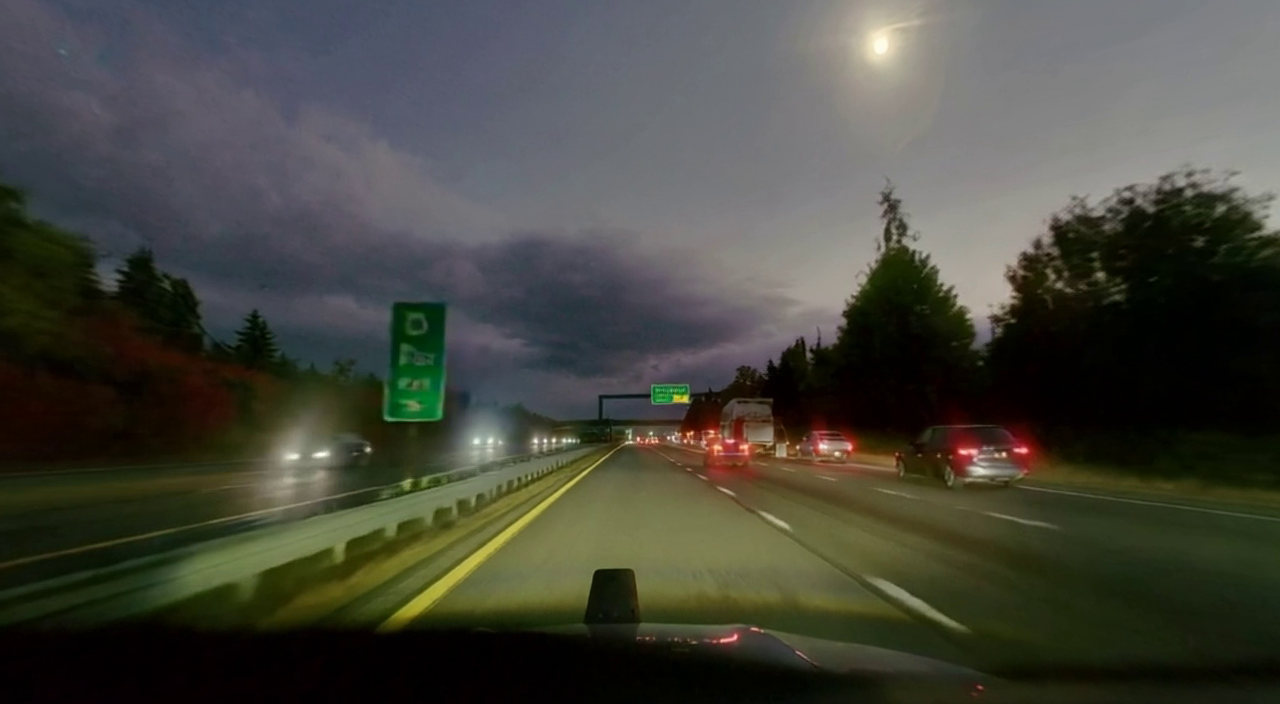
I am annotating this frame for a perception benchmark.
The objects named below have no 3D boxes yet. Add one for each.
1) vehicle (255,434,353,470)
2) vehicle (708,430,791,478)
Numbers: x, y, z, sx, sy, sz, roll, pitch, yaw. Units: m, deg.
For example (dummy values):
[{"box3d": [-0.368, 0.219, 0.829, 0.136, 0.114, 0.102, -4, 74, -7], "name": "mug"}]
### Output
[{"box3d": [-15.438, 4.601, 29.287, 1.876, 1.505, 4.819, 0, -8, 0], "name": "vehicle"}, {"box3d": [3.766, 3.593, 22.614, 1.986, 1.501, 4.529, 0, -8, -2], "name": "vehicle"}]
